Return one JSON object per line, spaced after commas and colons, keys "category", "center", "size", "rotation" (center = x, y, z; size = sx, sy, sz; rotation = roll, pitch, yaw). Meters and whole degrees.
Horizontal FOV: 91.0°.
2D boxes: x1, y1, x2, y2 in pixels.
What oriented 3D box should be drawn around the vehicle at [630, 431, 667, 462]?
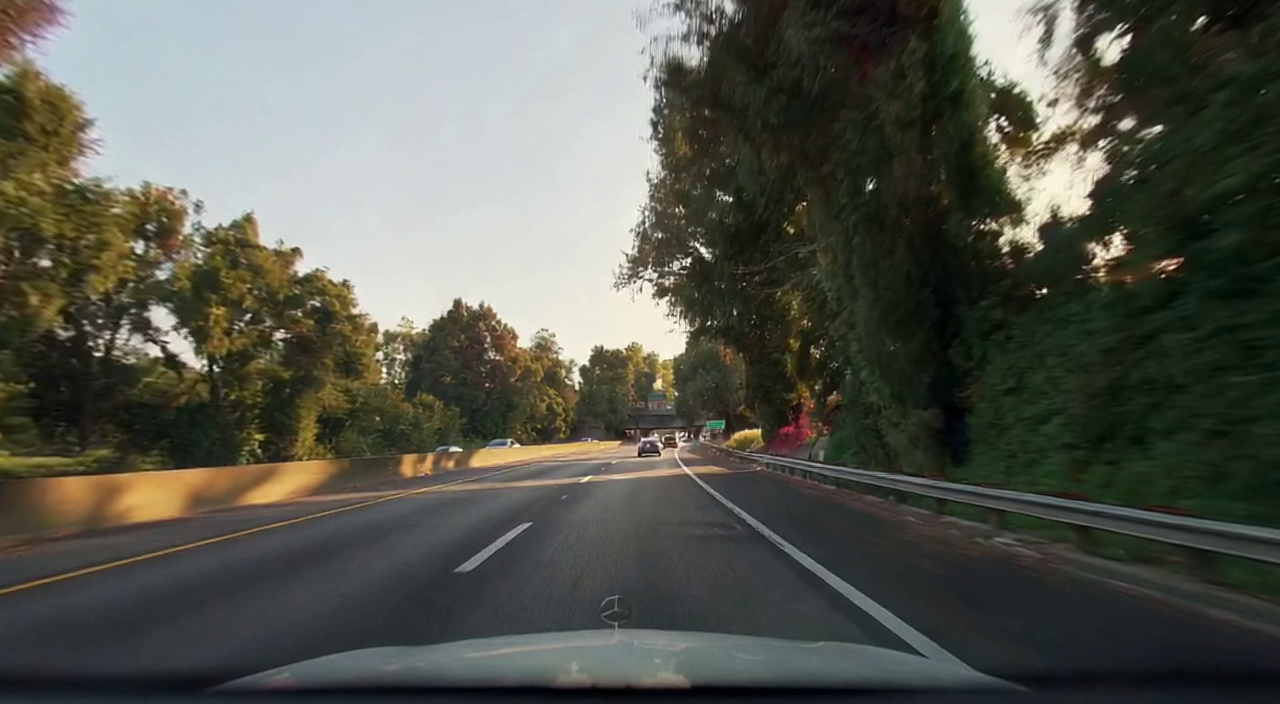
{"category": "vehicle", "center": [0.550, 5.908, 39.441], "size": [2.188, 1.825, 4.282], "rotation": [-1, -8, 2]}
